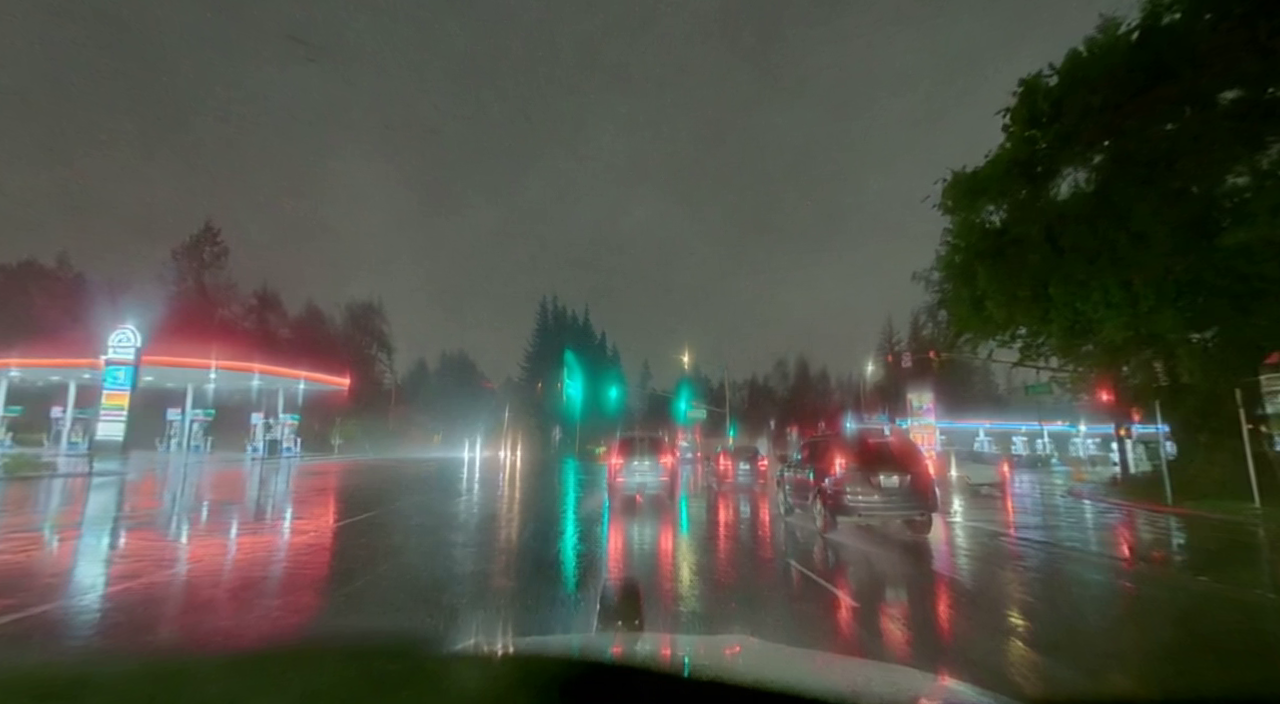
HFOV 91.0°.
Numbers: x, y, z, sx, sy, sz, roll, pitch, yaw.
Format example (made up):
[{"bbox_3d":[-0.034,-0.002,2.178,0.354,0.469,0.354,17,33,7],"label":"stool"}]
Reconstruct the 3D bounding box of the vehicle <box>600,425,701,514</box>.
[{"bbox_3d":[0.200,2.705,14.988,2.051,1.798,4.168,0,-8,0],"label":"vehicle"}]

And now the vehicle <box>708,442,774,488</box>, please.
[{"bbox_3d":[3.756,4.249,24.033,1.800,1.592,3.658,0,-8,-2],"label":"vehicle"}]

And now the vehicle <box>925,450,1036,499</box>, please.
[{"bbox_3d":[11.859,4.261,22.319,2.057,1.473,4.462,-1,-9,10],"label":"vehicle"}]

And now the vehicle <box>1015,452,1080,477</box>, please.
[{"bbox_3d":[27.448,7.531,42.297,4.636,1.542,2.096,6,-11,-37],"label":"vehicle"}]

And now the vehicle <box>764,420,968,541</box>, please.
[{"bbox_3d":[3.710,2.185,11.320,2.000,1.745,4.206,0,-8,-1],"label":"vehicle"}]
